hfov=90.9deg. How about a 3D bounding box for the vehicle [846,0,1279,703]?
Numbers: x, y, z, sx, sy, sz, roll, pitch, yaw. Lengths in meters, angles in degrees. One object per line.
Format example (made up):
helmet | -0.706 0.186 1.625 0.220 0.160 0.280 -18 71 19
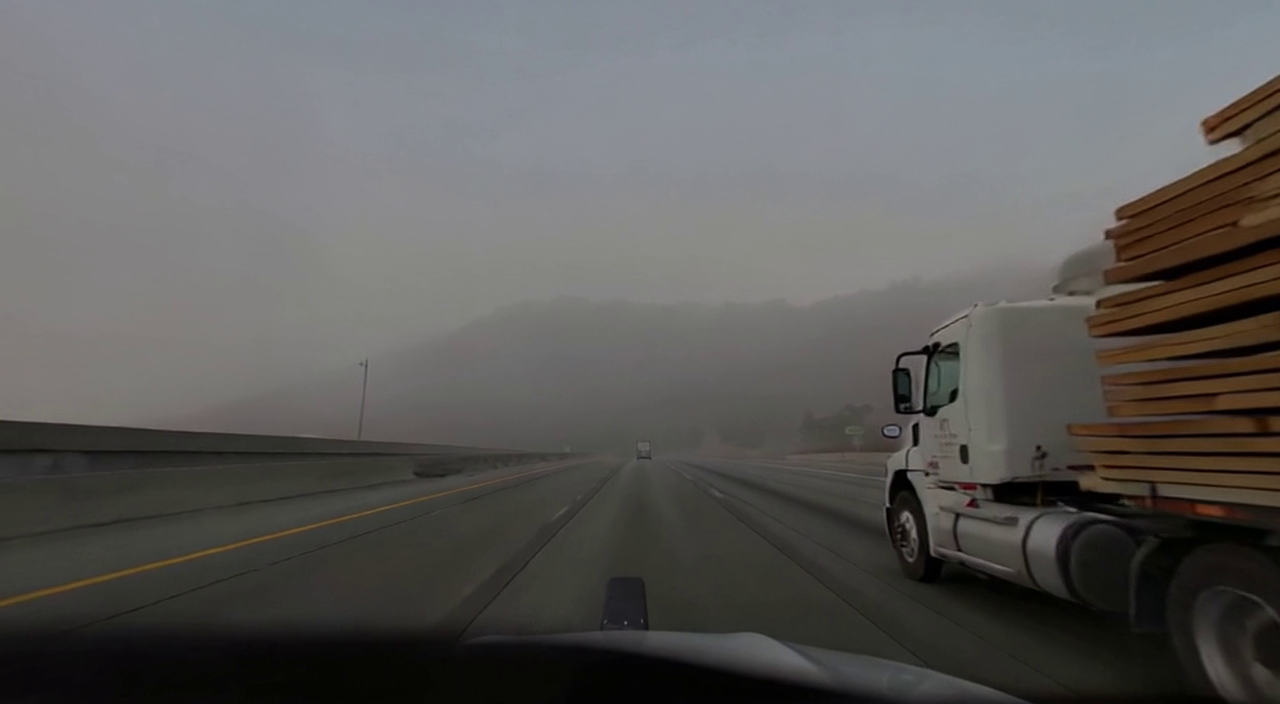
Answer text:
vehicle | 3.916 0.093 1.426 3.326 3.089 10.642 0 -9 0
